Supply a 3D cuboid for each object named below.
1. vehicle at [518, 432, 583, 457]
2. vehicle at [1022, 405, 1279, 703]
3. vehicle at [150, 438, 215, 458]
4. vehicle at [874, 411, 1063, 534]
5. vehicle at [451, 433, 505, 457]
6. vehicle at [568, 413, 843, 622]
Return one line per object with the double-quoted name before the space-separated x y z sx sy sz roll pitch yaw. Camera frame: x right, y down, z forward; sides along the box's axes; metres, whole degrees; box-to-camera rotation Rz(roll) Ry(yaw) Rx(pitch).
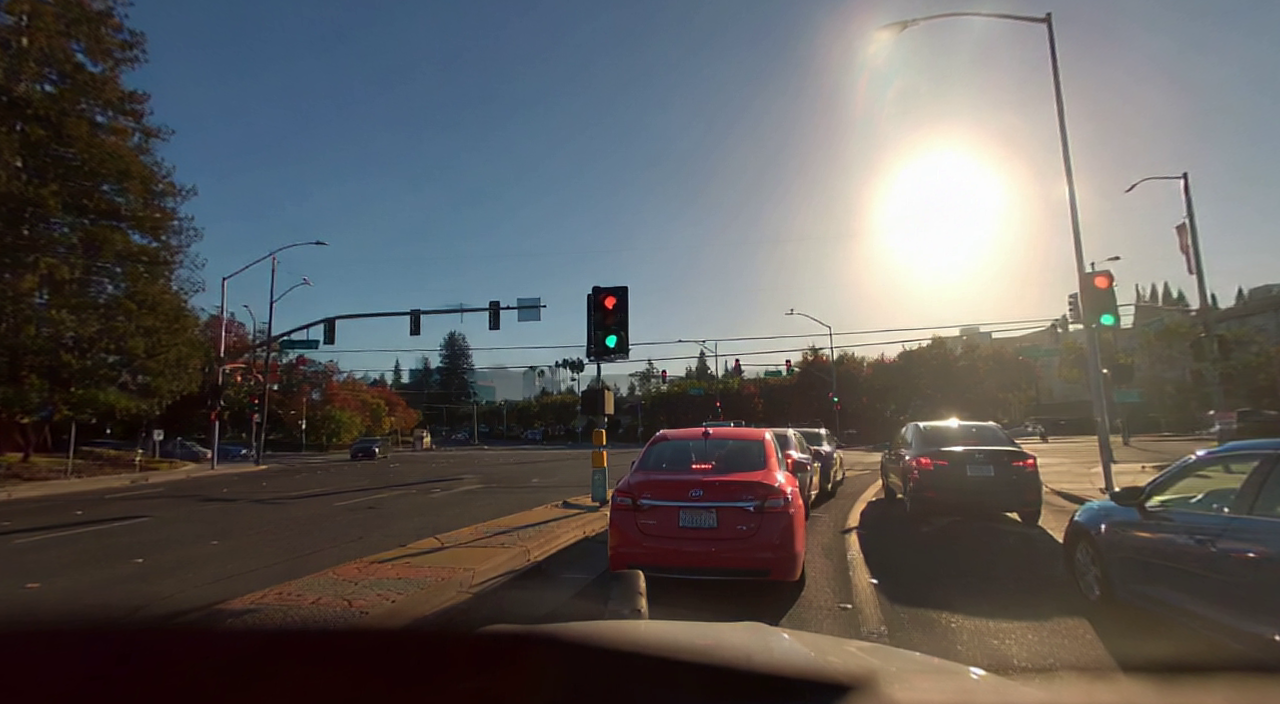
"vehicle" -5.963 6.108 41.555 1.932 1.573 4.509 8 -12 -44
"vehicle" 4.241 1.059 3.369 1.954 1.508 4.441 -1 -8 6
"vehicle" -35.403 7.436 48.630 1.652 1.433 3.733 -7 -11 40
"vehicle" 5.539 2.045 11.284 2.102 1.717 4.373 -2 -9 16
"vehicle" -12.465 7.122 48.186 1.972 1.705 4.457 8 -11 -44
"vehicle" 0.855 1.498 6.688 2.052 1.483 3.928 -2 -8 12
